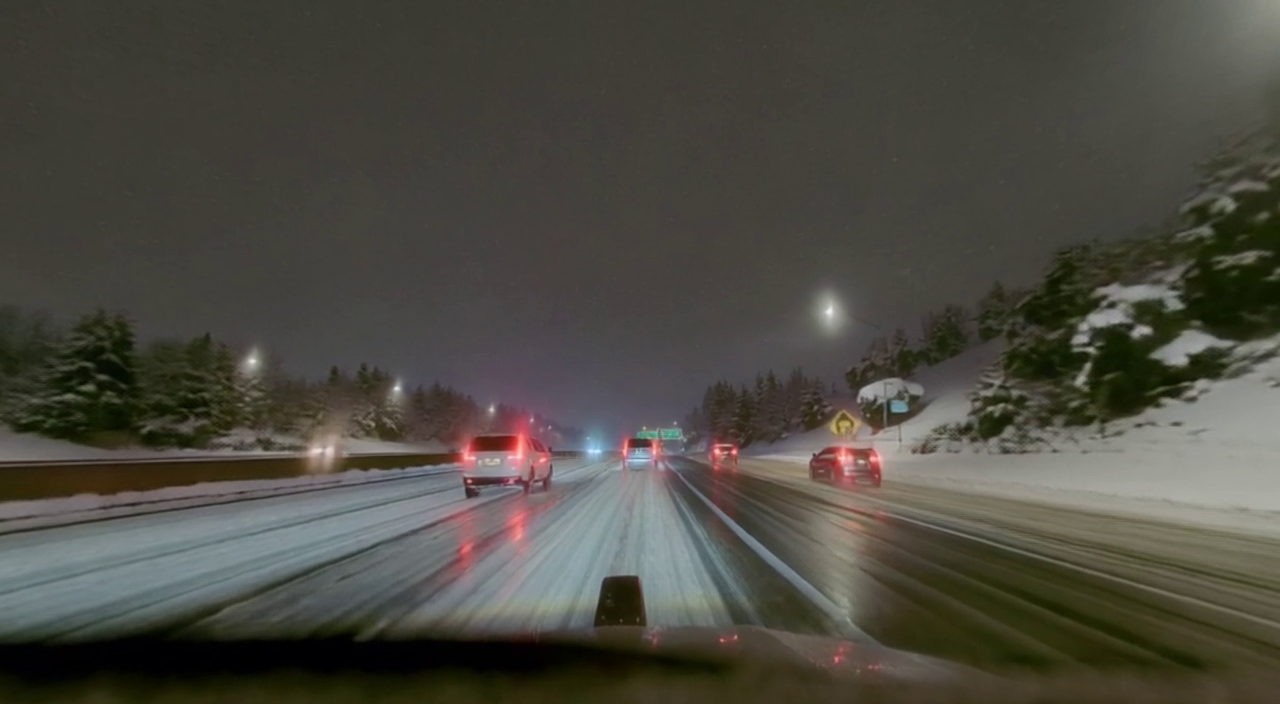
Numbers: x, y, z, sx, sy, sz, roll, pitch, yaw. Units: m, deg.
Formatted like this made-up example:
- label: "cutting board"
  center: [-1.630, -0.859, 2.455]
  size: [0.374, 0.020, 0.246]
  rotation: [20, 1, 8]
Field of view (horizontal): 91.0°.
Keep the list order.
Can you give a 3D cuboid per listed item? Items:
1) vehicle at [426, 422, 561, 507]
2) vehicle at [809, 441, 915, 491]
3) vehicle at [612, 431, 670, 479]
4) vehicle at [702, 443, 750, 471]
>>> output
- label: "vehicle"
  center: [-3.340, 2.700, 15.401]
  size: [2.142, 1.759, 4.297]
  rotation: [0, -9, 2]
- label: "vehicle"
  center: [7.264, 3.766, 21.139]
  size: [1.936, 1.480, 4.373]
  rotation: [0, -9, 0]
- label: "vehicle"
  center: [0.061, 4.400, 27.146]
  size: [2.270, 1.862, 4.949]
  rotation: [0, -9, 1]
- label: "vehicle"
  center: [4.655, 5.747, 34.641]
  size: [2.005, 1.456, 4.287]
  rotation: [0, -9, 0]
